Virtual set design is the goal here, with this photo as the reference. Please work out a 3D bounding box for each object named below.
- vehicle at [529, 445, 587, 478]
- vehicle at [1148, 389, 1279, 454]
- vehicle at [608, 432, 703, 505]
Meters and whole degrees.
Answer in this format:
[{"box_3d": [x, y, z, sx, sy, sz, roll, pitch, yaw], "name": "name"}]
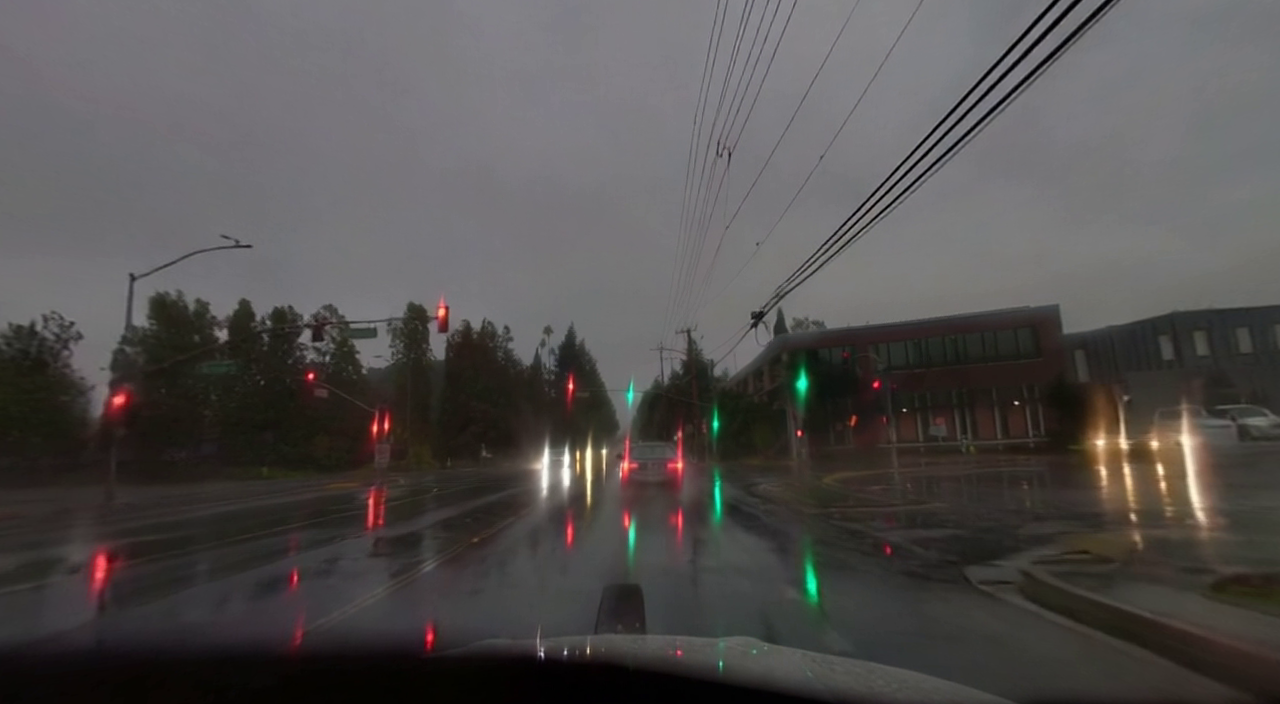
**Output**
[{"box_3d": [-3.913, 5.270, 30.737, 2.153, 1.474, 4.284, 0, -9, 1], "name": "vehicle"}, {"box_3d": [42.375, 5.256, 46.870, 5.749, 4.403, 3.494, -3, -10, 7], "name": "vehicle"}, {"box_3d": [0.353, 2.964, 16.431, 2.156, 1.636, 3.923, 0, -9, 0], "name": "vehicle"}]
